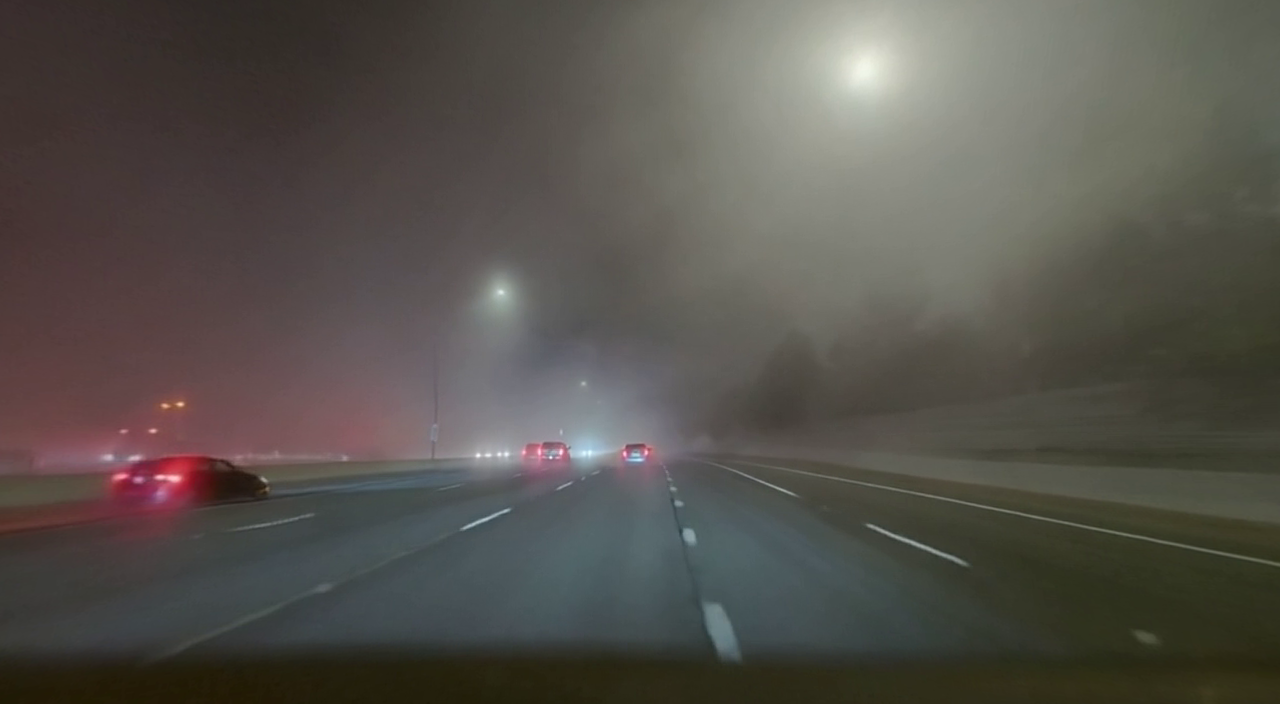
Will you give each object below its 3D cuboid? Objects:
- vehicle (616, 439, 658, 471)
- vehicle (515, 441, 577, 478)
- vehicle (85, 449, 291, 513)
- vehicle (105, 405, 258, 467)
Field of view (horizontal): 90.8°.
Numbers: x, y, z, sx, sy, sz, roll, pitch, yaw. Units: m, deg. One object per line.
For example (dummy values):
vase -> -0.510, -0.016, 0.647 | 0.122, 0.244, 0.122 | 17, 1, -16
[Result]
vehicle -> -0.122, 5.750, 35.450 | 2.201, 1.672, 4.128 | 0, -9, 1
vehicle -> -4.464, 5.189, 30.772 | 2.204, 1.677, 4.438 | 0, -9, 2
vehicle -> -12.008, 3.416, 17.311 | 1.946, 1.473, 4.763 | -1, -9, 3
vehicle -> -32.611, 6.153, 45.770 | 3.163, 4.010, 9.911 | -1, -9, 3
